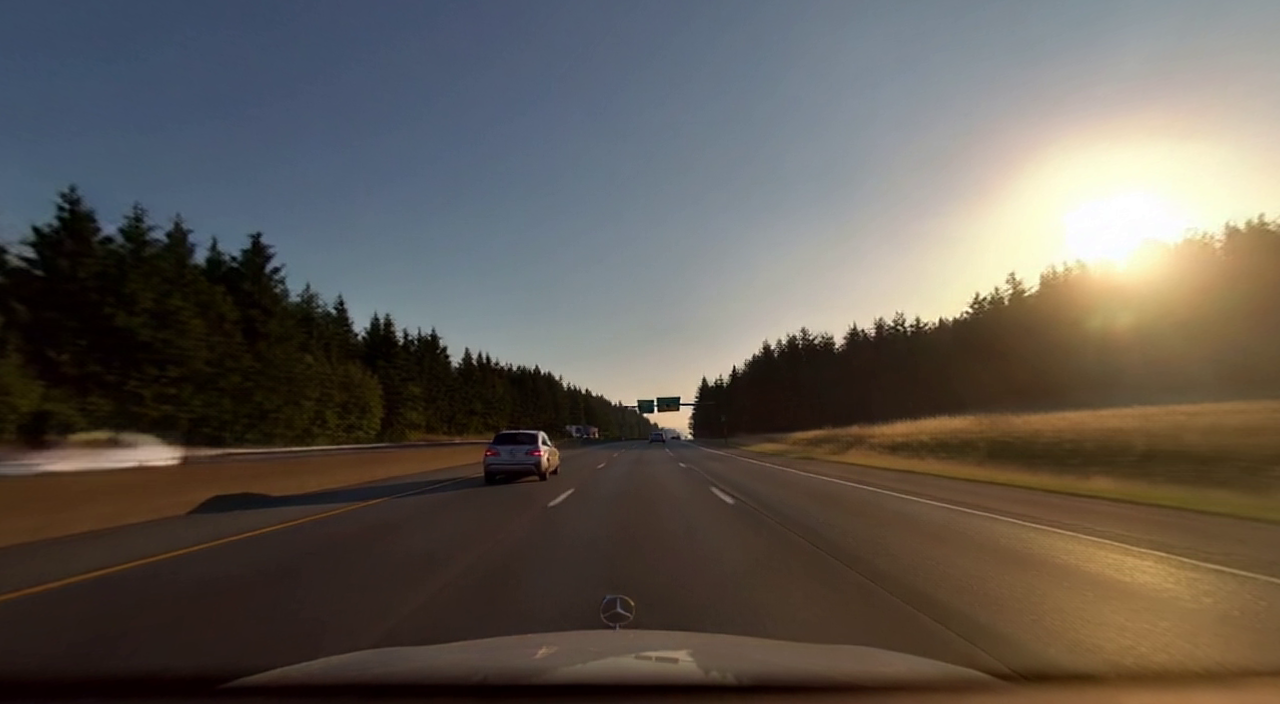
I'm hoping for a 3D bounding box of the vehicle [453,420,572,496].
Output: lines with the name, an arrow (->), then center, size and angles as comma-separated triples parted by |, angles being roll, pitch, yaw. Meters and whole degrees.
vehicle -> -3.006, 2.593, 15.844 | 2.084, 1.654, 4.080 | 0, -8, 1
